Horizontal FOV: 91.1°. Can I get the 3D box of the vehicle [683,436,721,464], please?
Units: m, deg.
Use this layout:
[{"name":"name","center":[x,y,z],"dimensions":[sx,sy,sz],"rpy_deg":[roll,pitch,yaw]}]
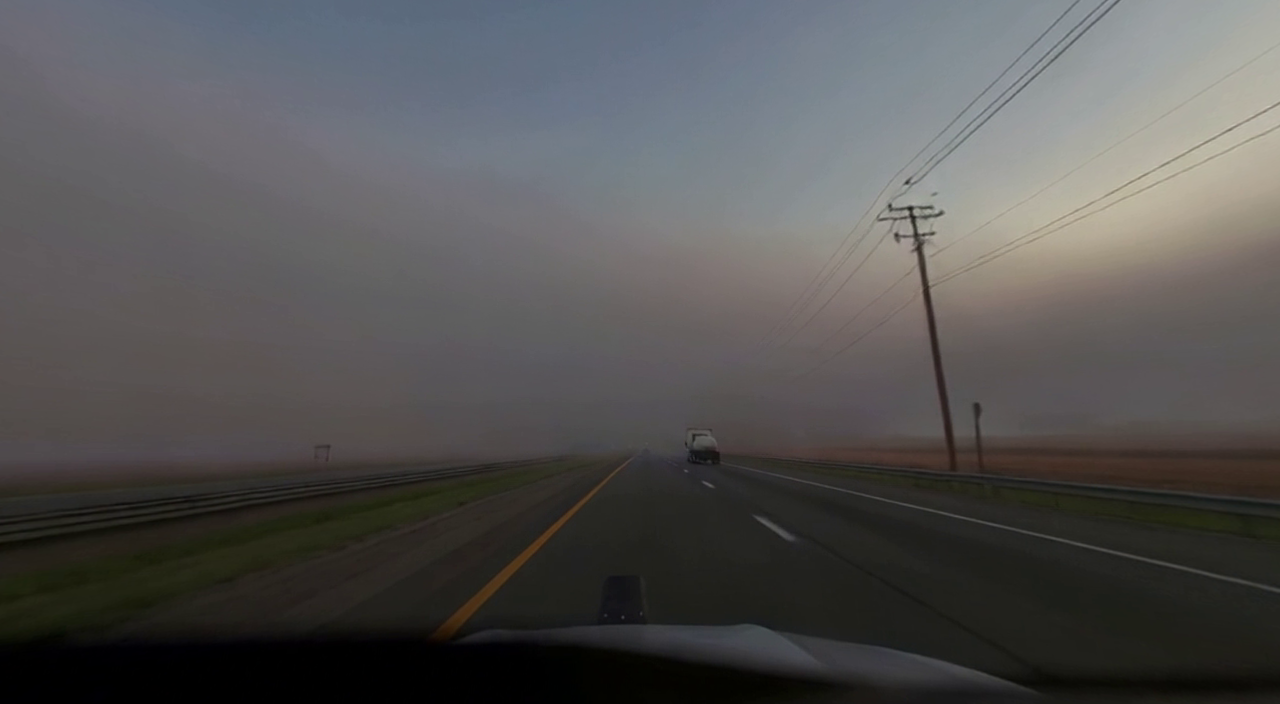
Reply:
[{"name":"vehicle","center":[4.444,7.145,45.869],"dimensions":[2.228,1.852,5.449],"rpy_deg":[0,-8,-1]}]
